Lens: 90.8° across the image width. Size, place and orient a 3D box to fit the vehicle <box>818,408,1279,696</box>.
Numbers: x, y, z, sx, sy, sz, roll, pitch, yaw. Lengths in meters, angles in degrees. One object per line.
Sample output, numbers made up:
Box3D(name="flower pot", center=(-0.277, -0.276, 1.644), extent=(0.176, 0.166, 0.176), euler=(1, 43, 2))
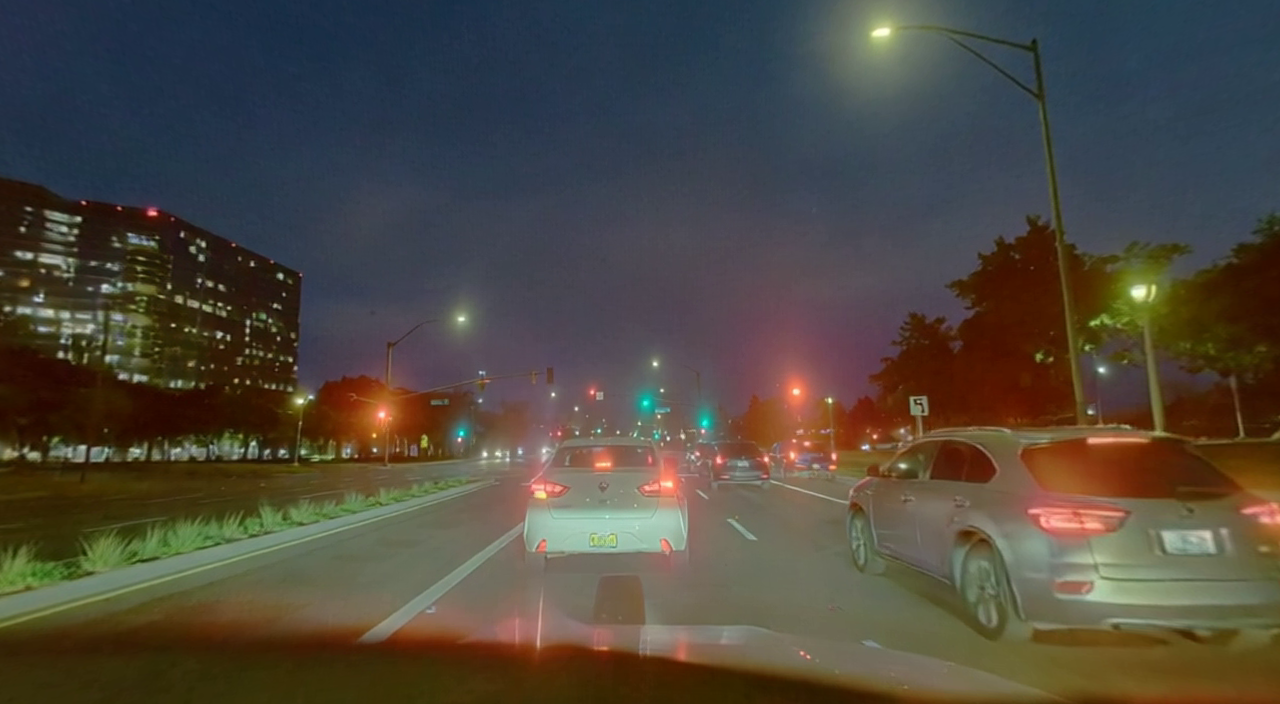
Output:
Box3D(name="vehicle", center=(3.169, 1.354, 5.484), extent=(1.910, 1.474, 4.263), euler=(0, -9, -1))

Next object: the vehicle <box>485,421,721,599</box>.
Box3D(name="vehicle", center=(-0.348, 1.613, 7.222), extent=(2.006, 1.487, 3.535), euler=(0, -9, -1))

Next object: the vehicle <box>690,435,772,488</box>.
Box3D(name="vehicle", center=(2.873, 3.553, 20.834), extent=(1.874, 1.556, 4.116), euler=(0, -9, -3))
